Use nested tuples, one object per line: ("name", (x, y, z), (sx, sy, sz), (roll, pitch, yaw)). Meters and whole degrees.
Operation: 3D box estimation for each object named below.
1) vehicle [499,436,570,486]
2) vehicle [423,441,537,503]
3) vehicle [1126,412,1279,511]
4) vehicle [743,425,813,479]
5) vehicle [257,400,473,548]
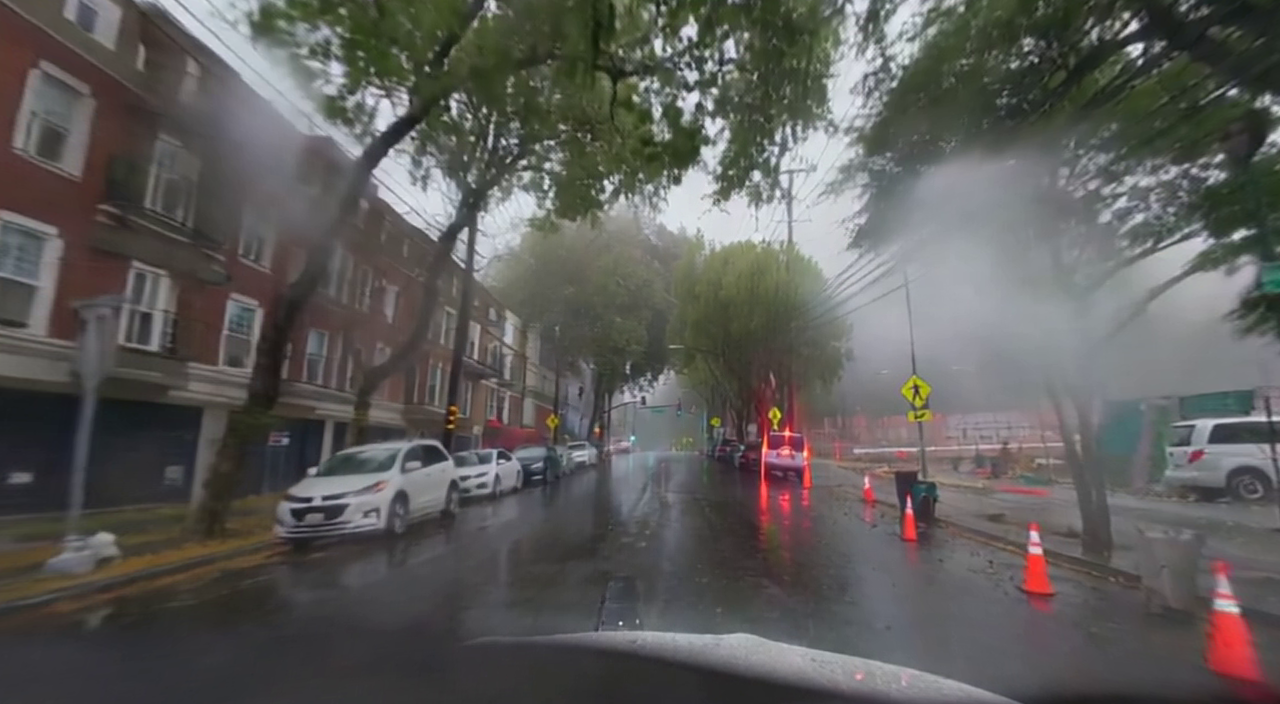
("vehicle", (-3.926, 4.124, 24.191), (1.996, 1.695, 4.127), (0, -9, 0))
("vehicle", (-4.350, 3.421, 17.981), (1.967, 1.483, 4.347), (-2, -11, 2))
("vehicle", (13.993, 2.327, 13.879), (4.585, 1.977, 2.170), (-3, -8, 10))
("vehicle", (5.555, 4.219, 26.090), (1.994, 1.857, 4.393), (2, -12, 1))
("vehicle", (-4.672, 2.121, 11.512), (1.894, 2.186, 3.901), (-1, -9, 5))
